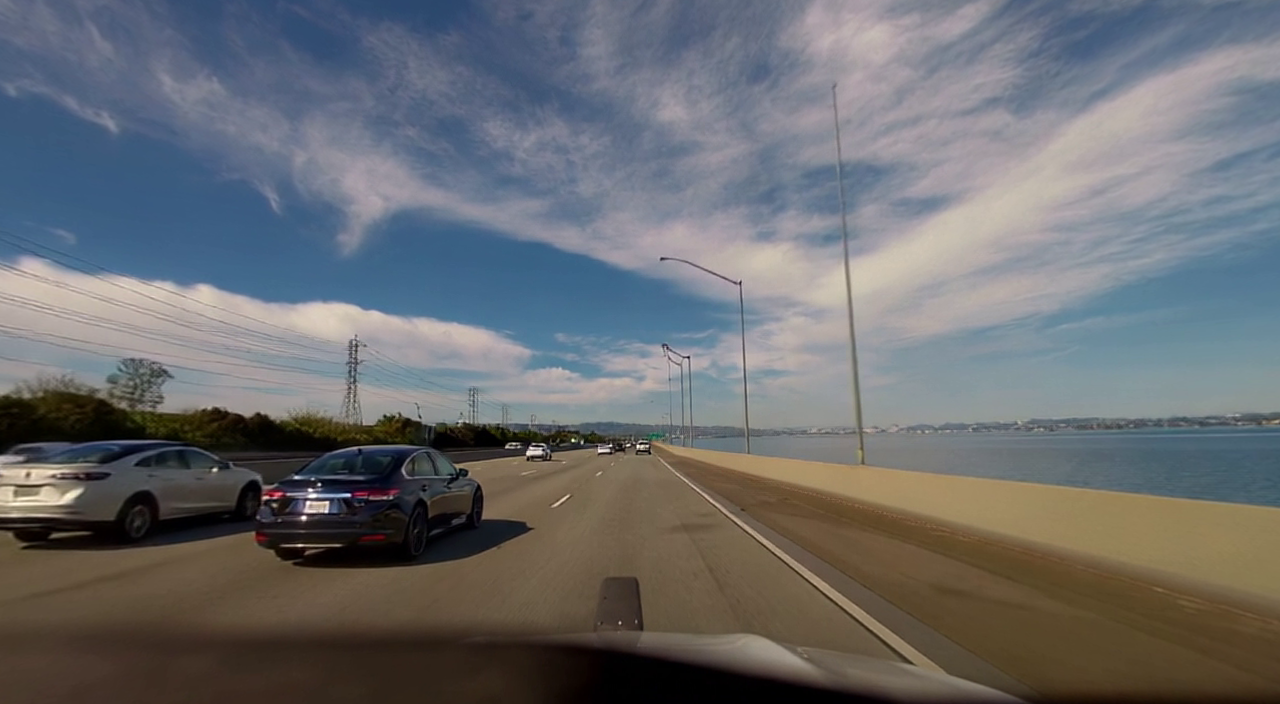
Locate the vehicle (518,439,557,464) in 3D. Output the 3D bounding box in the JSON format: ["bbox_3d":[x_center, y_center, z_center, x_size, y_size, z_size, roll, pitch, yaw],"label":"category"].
[{"bbox_3d":[-7.435,7.255,46.263,2.050,1.717,4.418,0,-8,0],"label":"vehicle"}]

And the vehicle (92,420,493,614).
[{"bbox_3d":[-3.247,1.625,7.228,2.015,1.501,4.454,0,-8,1],"label":"vehicle"}]
